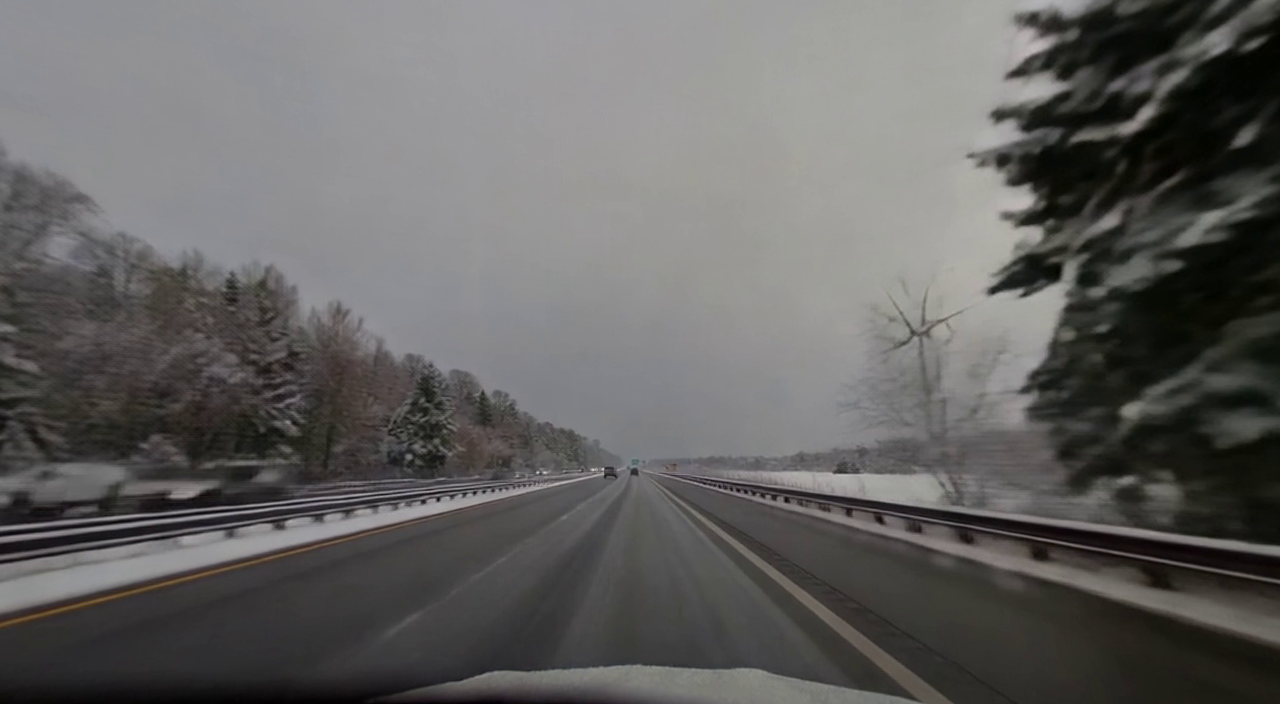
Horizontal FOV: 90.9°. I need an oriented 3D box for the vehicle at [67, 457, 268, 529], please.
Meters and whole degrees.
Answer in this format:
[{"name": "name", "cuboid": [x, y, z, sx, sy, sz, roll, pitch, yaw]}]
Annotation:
[{"name": "vehicle", "cuboid": [-12.722, 3.810, 17.459, 2.000, 1.682, 4.526, 1, -11, 0]}]
